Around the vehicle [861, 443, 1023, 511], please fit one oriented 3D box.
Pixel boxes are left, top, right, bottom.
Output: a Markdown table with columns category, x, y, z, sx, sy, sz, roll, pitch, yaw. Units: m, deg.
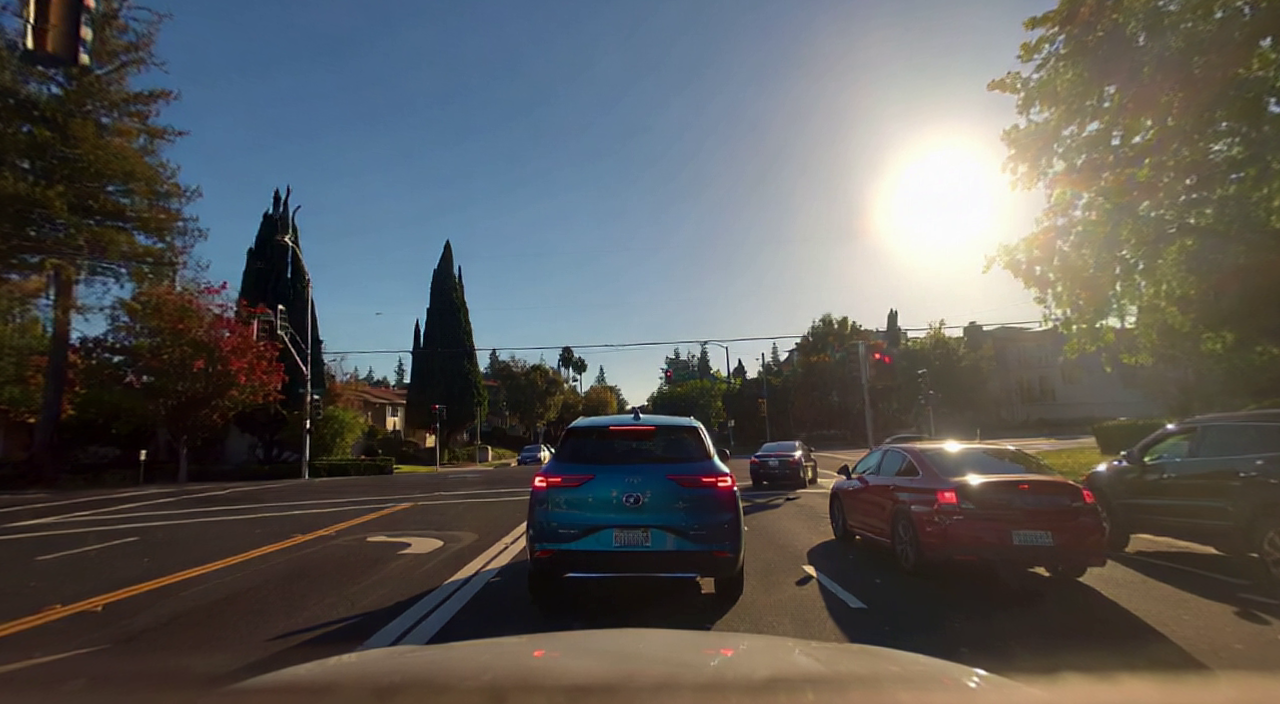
| category | x | y | z | sx | sy | sz | roll | pitch | yaw |
| --- | --- | --- | --- | --- | --- | --- | --- | --- | --- |
| vehicle | 7.276 | 3.012 | 15.810 | 1.860 | 1.436 | 4.479 | 0 | -8 | 0 |

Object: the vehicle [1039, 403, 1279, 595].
| category | x | y | z | sx | sy | sz | roll | pitch | yaw |
| --- | --- | --- | --- | --- | --- | --- | --- | --- | --- |
| vehicle | 7.016 | 1.545 | 7.050 | 1.989 | 1.791 | 4.735 | 0 | -8 | 0 |

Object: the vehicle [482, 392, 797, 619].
| category | x | y | z | sx | sy | sz | roll | pitch | yaw |
| --- | --- | --- | --- | --- | --- | --- | --- | --- | --- |
| vehicle | 0.026 | 1.456 | 6.923 | 2.322 | 1.667 | 4.367 | 0 | -8 | 1 |
